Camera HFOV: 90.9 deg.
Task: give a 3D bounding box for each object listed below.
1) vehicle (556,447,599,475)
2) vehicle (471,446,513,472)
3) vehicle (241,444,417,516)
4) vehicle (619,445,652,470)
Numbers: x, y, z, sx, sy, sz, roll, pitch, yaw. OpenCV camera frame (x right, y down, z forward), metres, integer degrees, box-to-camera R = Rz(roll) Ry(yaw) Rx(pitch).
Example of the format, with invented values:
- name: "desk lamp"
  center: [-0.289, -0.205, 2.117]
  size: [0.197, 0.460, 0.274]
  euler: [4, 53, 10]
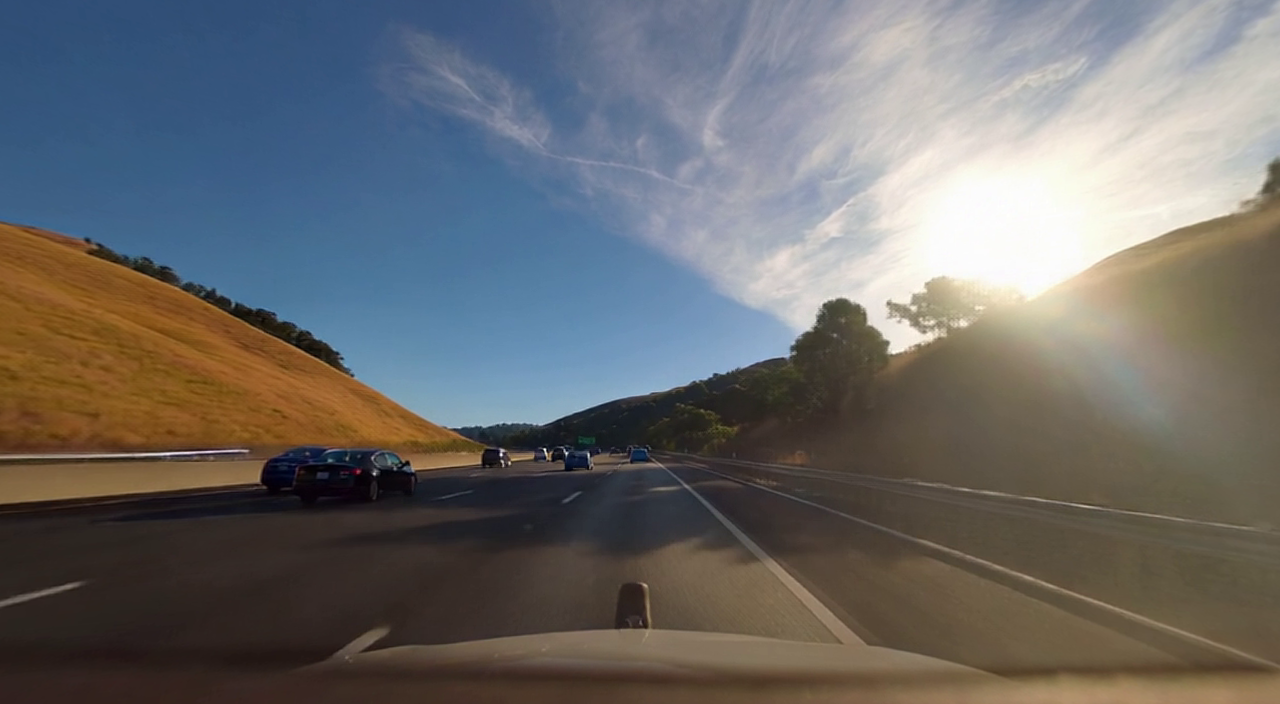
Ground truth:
- name: "vehicle"
  center: [-3.686, 6.493, 37.915]
  size: [2.144, 1.505, 4.649]
  euler: [0, -8, 0]
- name: "vehicle"
  center: [-11.020, 7.970, 47.246]
  size: [2.025, 1.750, 4.505]
  euler: [0, -8, 1]
- name: "vehicle"
  center: [-7.119, 2.932, 15.063]
  size: [1.991, 1.441, 4.265]
  euler: [0, -8, 1]
- name: "vehicle"
  center: [-0.337, 7.324, 44.076]
  size: [2.225, 1.674, 4.044]
  euler: [0, -8, -1]
